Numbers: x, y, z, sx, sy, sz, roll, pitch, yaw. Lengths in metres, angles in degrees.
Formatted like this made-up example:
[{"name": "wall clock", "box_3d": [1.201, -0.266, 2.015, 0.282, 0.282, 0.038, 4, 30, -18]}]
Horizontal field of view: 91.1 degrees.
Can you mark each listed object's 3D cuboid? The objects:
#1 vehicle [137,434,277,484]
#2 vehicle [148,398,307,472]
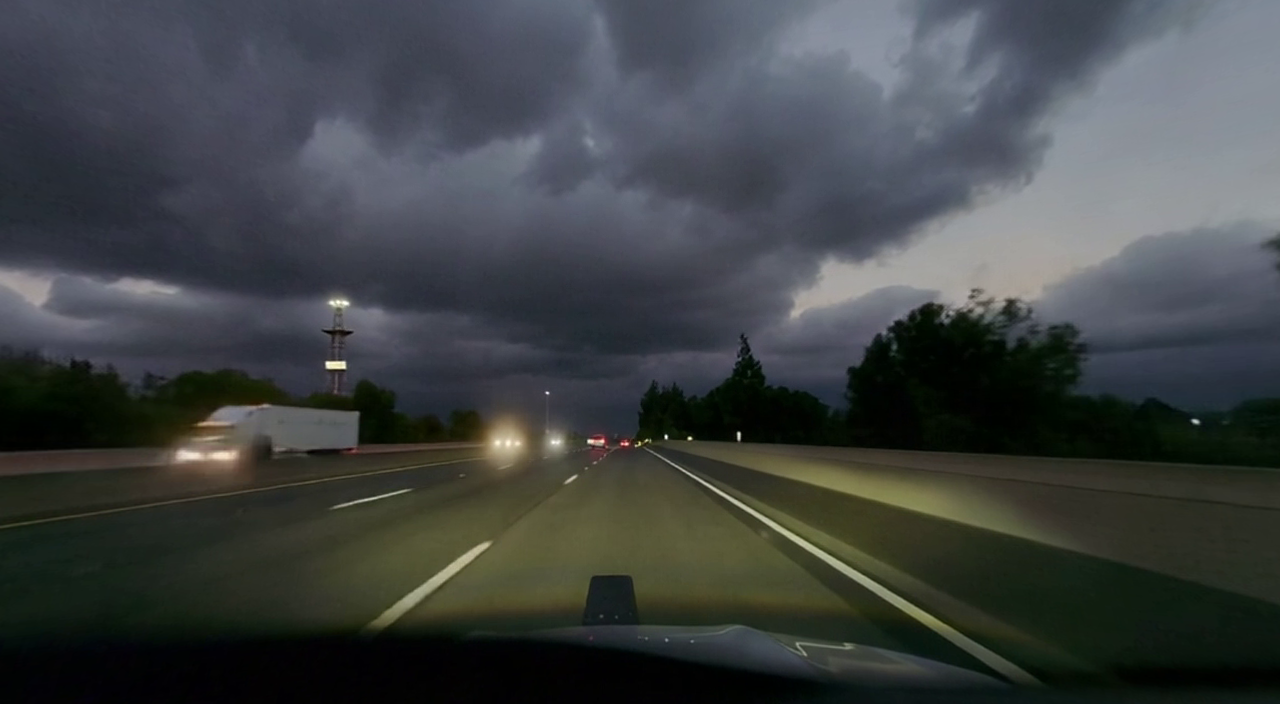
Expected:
[{"name": "vehicle", "box_3d": [-16.790, 4.137, 24.785, 2.164, 1.749, 4.744, 0, -8, -1]}, {"name": "vehicle", "box_3d": [-25.281, 5.212, 39.582, 2.997, 4.015, 10.450, 0, -8, -1]}]
